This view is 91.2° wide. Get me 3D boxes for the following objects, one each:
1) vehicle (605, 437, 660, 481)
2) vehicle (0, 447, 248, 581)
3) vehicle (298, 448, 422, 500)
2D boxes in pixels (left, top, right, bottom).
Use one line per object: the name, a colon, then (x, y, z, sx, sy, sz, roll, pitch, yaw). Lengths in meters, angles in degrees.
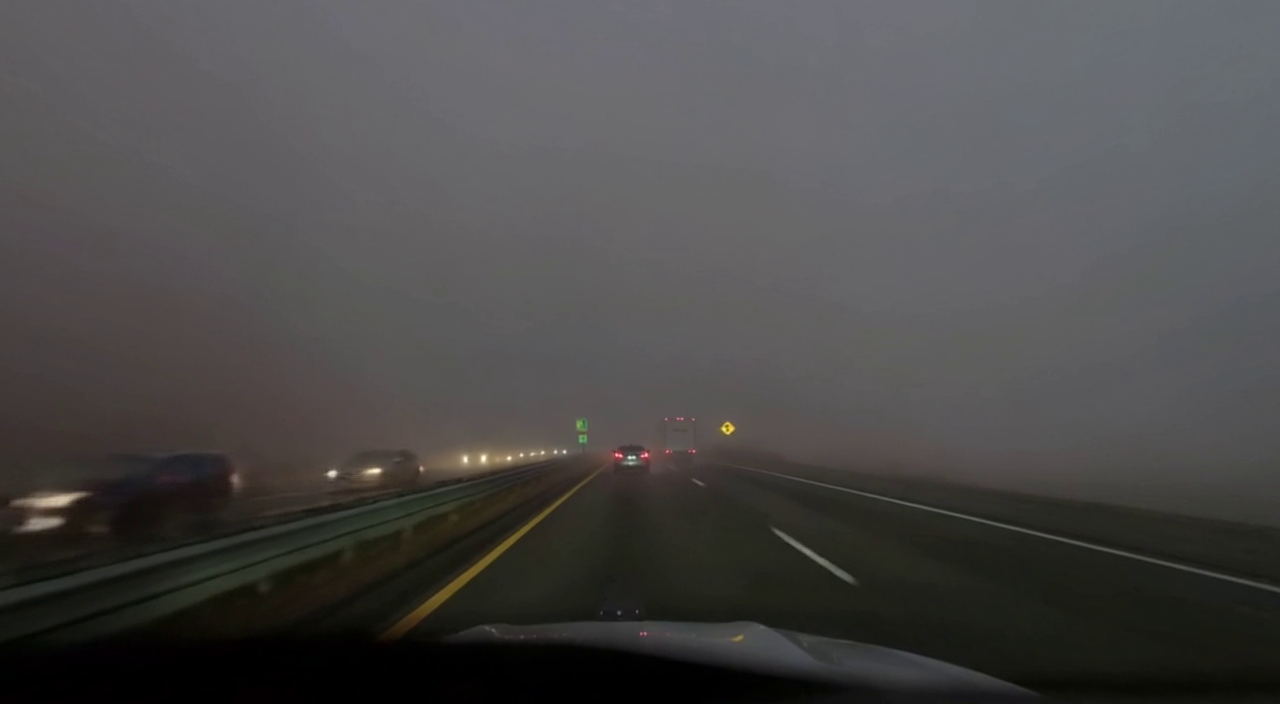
vehicle: (-0.299, 4.114, 24.257, 1.971, 1.518, 4.108, 0, -9, -1)
vehicle: (-8.003, 2.163, 9.208, 1.908, 1.499, 4.040, 0, -9, -1)
vehicle: (-9.005, 3.923, 20.639, 2.005, 1.493, 4.505, -1, -9, 0)
